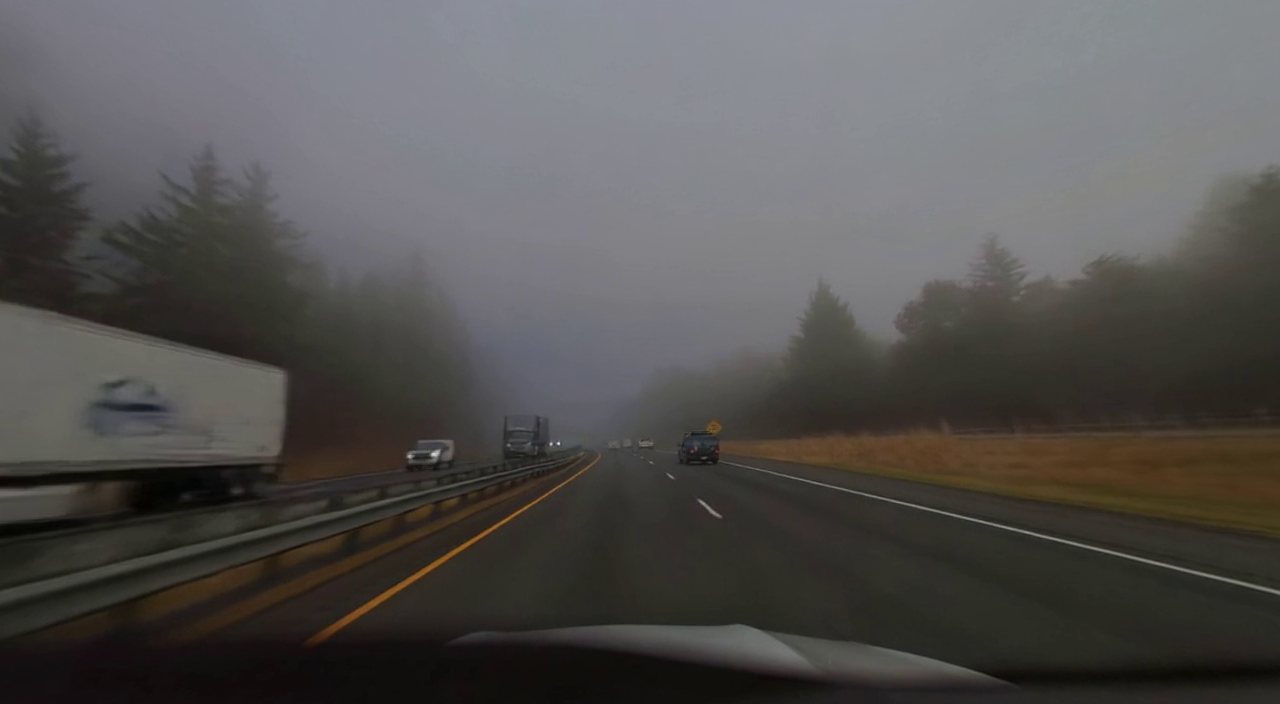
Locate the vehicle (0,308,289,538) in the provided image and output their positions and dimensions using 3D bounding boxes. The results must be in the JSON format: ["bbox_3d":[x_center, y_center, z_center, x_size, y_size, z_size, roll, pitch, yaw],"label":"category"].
[{"bbox_3d":[-11.994,1.651,13.727,2.762,3.746,10.715,0,-8,-2],"label":"vehicle"}]

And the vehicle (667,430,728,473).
[{"bbox_3d":[2.399,4.271,27.252,2.043,1.673,4.016,0,-8,-3],"label":"vehicle"}]

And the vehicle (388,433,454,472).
[{"bbox_3d":[-12.354,5.687,35.951,2.140,2.010,5.163,0,-8,-3],"label":"vehicle"}]
